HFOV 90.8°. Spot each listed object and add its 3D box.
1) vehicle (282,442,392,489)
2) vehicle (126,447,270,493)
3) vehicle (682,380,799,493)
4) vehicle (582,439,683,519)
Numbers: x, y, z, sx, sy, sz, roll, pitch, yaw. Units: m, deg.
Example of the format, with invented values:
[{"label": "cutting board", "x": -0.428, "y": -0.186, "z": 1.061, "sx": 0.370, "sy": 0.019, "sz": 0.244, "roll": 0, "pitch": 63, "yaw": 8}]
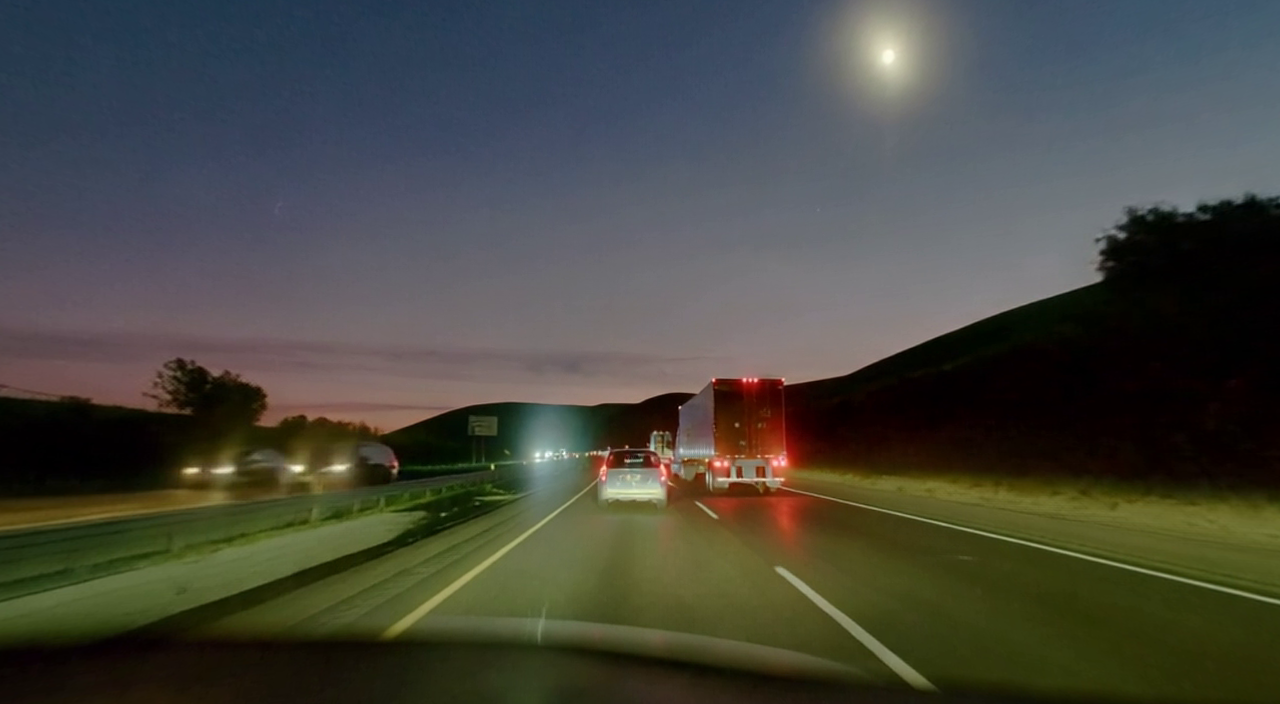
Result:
[{"label": "vehicle", "x": -11.374, "y": 4.289, "z": 24.083, "sx": 2.089, "sy": 1.615, "sz": 4.363, "roll": 0, "pitch": -9, "yaw": -1}, {"label": "vehicle", "x": -15.745, "y": 4.205, "z": 22.846, "sx": 2.005, "sy": 1.495, "sz": 4.508, "roll": 0, "pitch": -9, "yaw": -1}, {"label": "vehicle", "x": 4.052, "y": 4.097, "z": 29.640, "sx": 2.812, "sy": 4.024, "sz": 14.098, "roll": 0, "pitch": -9, "yaw": -1}, {"label": "vehicle", "x": -0.173, "y": 2.967, "z": 15.181, "sx": 2.109, "sy": 1.639, "sz": 3.768, "roll": 0, "pitch": -9, "yaw": -1}]
